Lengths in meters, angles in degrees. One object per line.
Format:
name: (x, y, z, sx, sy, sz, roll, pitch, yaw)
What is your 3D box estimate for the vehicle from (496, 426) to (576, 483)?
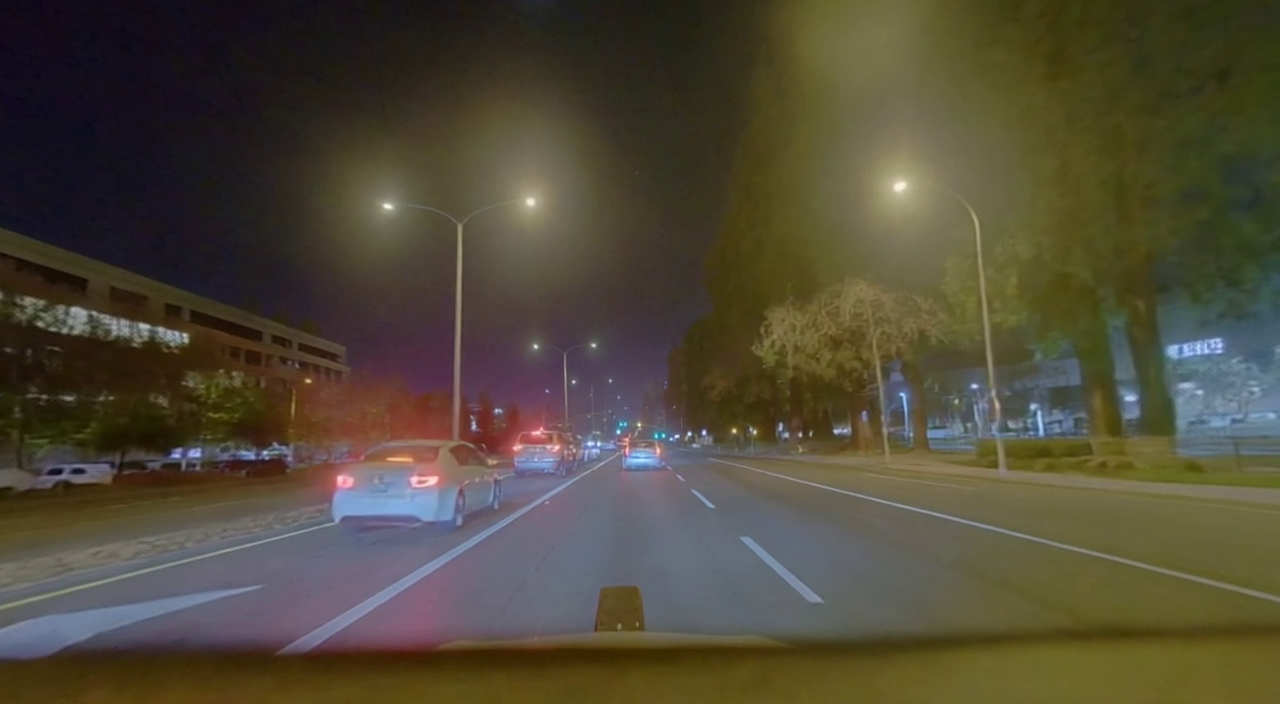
vehicle: (-3.443, 3.494, 21.745, 2.046, 1.751, 4.208, 0, -9, 0)

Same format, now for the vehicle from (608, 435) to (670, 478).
vehicle: (-0.065, 3.892, 23.708, 2.126, 1.475, 3.967, 0, -9, -1)

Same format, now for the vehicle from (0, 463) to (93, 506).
vehicle: (-28.799, 6.229, 29.480, 4.586, 1.682, 2.003, -3, -8, -4)

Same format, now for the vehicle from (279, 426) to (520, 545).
vehicle: (-3.483, 2.036, 10.305, 2.139, 1.487, 4.453, 0, -9, 0)
